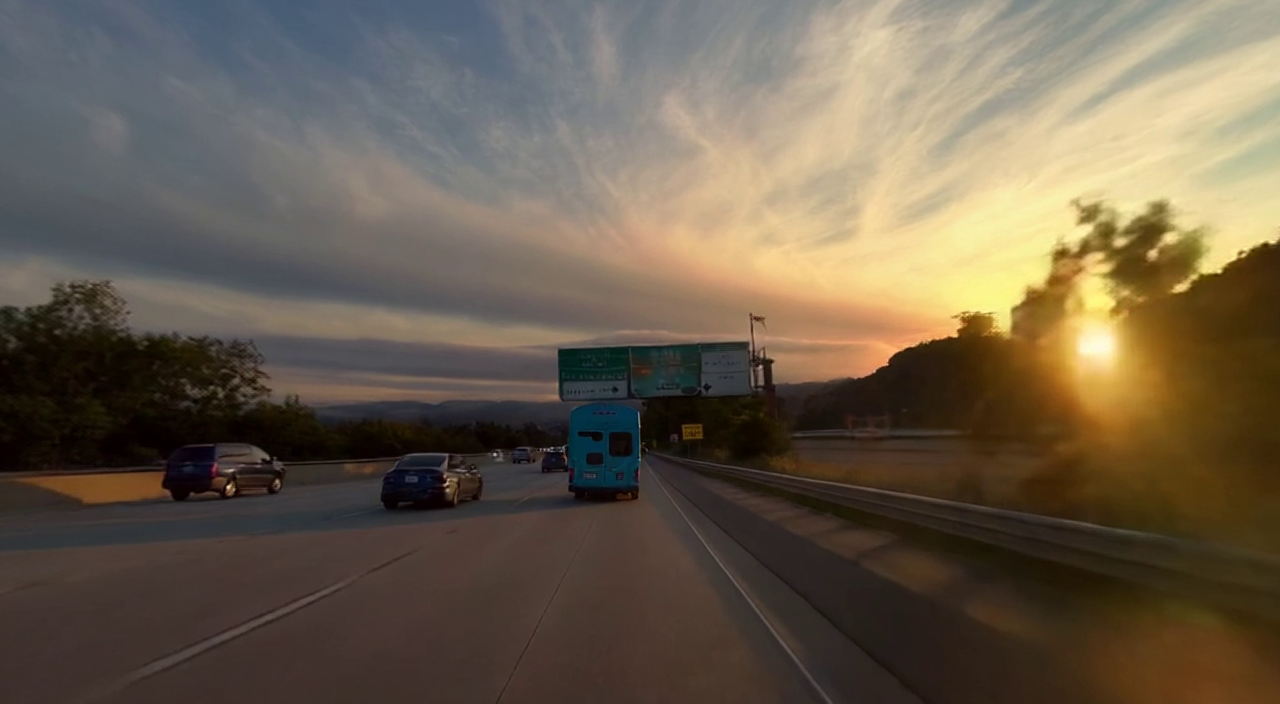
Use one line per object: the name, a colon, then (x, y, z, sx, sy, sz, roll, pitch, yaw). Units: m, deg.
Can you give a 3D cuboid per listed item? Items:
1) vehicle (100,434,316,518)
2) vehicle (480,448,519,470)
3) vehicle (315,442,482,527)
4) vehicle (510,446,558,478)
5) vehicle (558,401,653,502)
vehicle: (-9.654, 2.785, 14.597, 2.010, 1.621, 4.252, 0, -9, -1)
vehicle: (-10.067, 7.672, 45.195, 1.886, 1.462, 4.084, 0, -9, -1)
vehicle: (-4.742, 2.636, 13.069, 1.876, 1.438, 4.072, 0, -9, 0)
vehicle: (-5.253, 5.516, 31.607, 1.872, 1.480, 3.545, 0, -9, -1)
vehicle: (-0.928, 2.962, 18.787, 2.394, 2.556, 5.232, 0, -9, -1)
